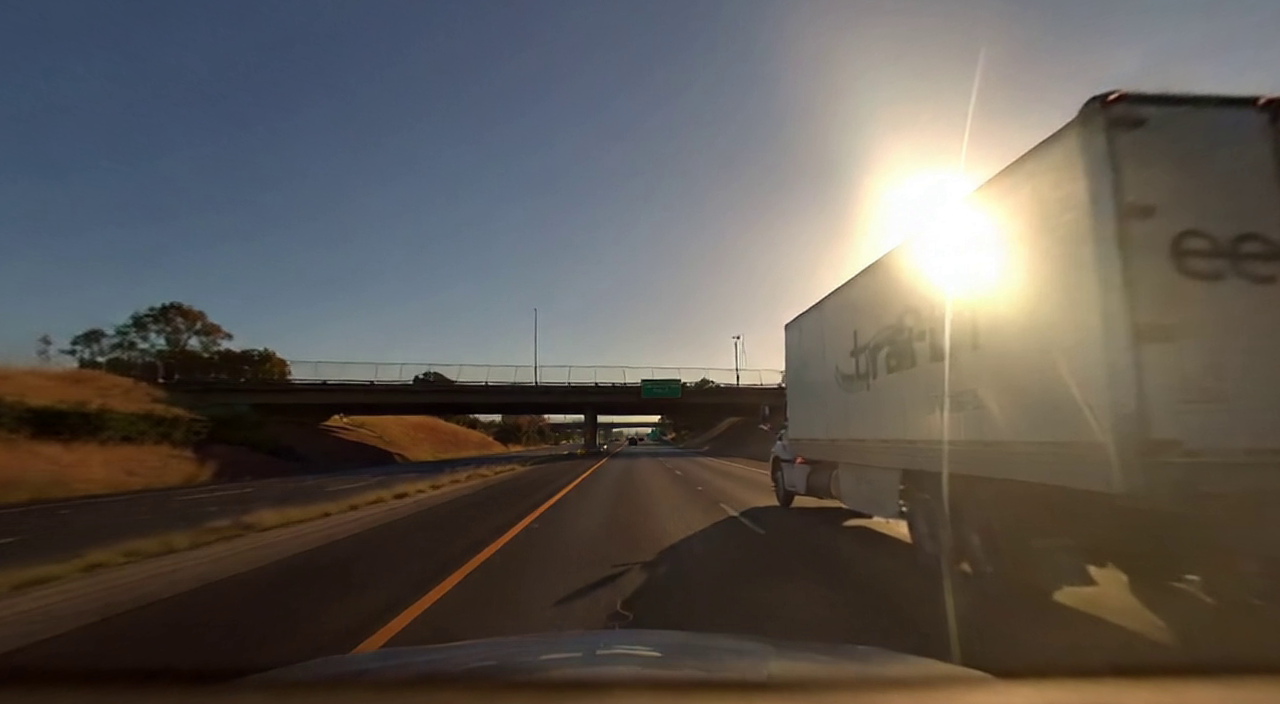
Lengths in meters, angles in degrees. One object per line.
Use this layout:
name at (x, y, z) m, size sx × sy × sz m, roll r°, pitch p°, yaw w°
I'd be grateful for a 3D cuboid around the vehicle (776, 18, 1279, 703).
vehicle at (3.533, 0.585, 6.164) m, size 2.702 × 3.193 × 7.196 m, roll 0°, pitch -8°, yaw 0°
